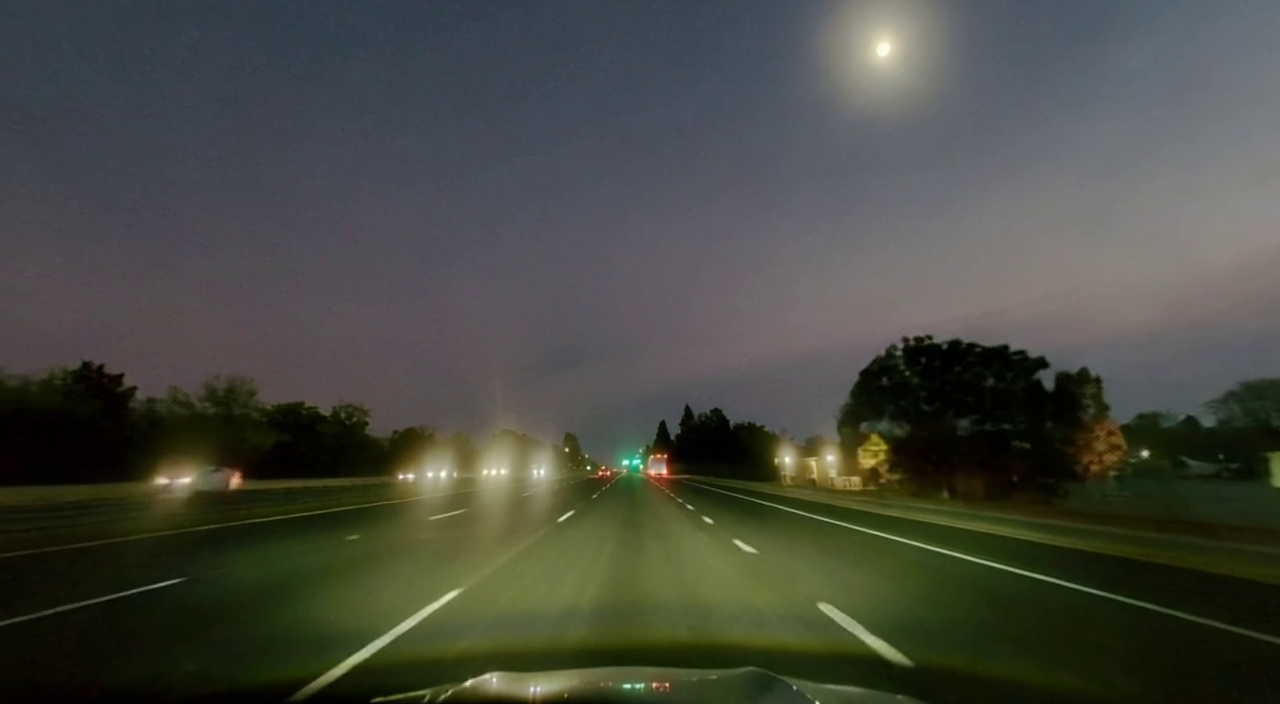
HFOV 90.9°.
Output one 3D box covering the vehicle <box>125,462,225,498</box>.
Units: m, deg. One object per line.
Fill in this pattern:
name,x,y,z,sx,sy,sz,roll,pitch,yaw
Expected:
vehicle,-26.878,7.390,36.673,2.090,1.903,4.812,1,-10,-1
